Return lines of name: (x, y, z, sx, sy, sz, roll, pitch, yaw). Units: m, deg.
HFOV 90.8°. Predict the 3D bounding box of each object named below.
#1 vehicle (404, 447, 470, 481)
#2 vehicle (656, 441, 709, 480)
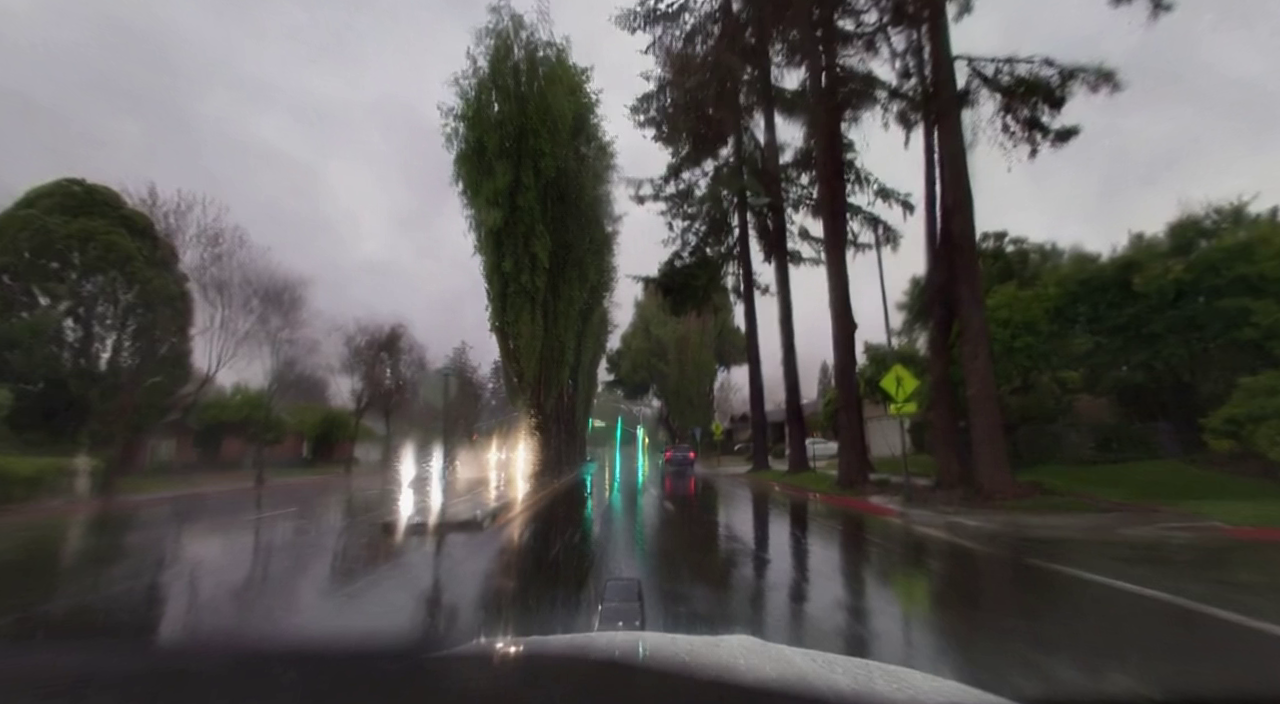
vehicle: (-9.520, 5.264, 29.975, 1.886, 1.485, 3.913, 0, -9, -2)
vehicle: (1.933, 5.137, 30.198, 1.990, 1.707, 4.225, 0, -9, -3)
